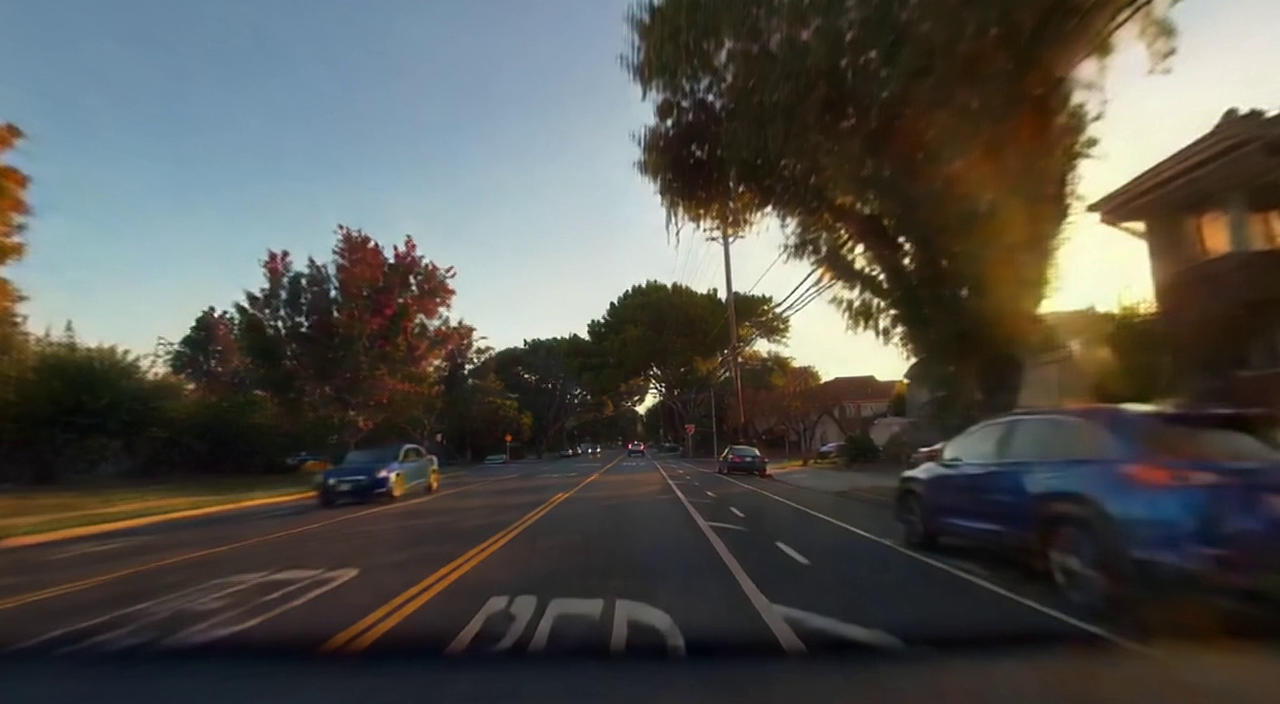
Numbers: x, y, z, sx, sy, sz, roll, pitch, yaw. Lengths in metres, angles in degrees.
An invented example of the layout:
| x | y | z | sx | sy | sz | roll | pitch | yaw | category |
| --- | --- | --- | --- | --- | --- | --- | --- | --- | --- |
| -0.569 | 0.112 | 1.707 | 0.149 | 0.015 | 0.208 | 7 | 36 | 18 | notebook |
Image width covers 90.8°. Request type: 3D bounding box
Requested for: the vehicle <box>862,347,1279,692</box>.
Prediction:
| x | y | z | sx | sy | sz | roll | pitch | yaw | category |
| --- | --- | --- | --- | --- | --- | --- | --- | --- | --- |
| 4.722 | 1.408 | 6.856 | 2.335 | 1.972 | 6.368 | 0 | -8 | 0 | vehicle |

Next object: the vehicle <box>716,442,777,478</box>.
| x | y | z | sx | sy | sz | roll | pitch | yaw | category |
| --- | --- | --- | --- | --- | --- | --- | --- | --- | --- |
| 4.766 | 4.879 | 28.903 | 1.987 | 1.479 | 4.562 | 0 | -8 | 0 | vehicle |

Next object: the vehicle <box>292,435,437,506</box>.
| x | y | z | sx | sy | sz | roll | pitch | yaw | category |
| --- | --- | --- | --- | --- | --- | --- | --- | --- | --- |
| -7.444 | 3.230 | 17.695 | 1.989 | 1.706 | 4.495 | 0 | -8 | 1 | vehicle |
